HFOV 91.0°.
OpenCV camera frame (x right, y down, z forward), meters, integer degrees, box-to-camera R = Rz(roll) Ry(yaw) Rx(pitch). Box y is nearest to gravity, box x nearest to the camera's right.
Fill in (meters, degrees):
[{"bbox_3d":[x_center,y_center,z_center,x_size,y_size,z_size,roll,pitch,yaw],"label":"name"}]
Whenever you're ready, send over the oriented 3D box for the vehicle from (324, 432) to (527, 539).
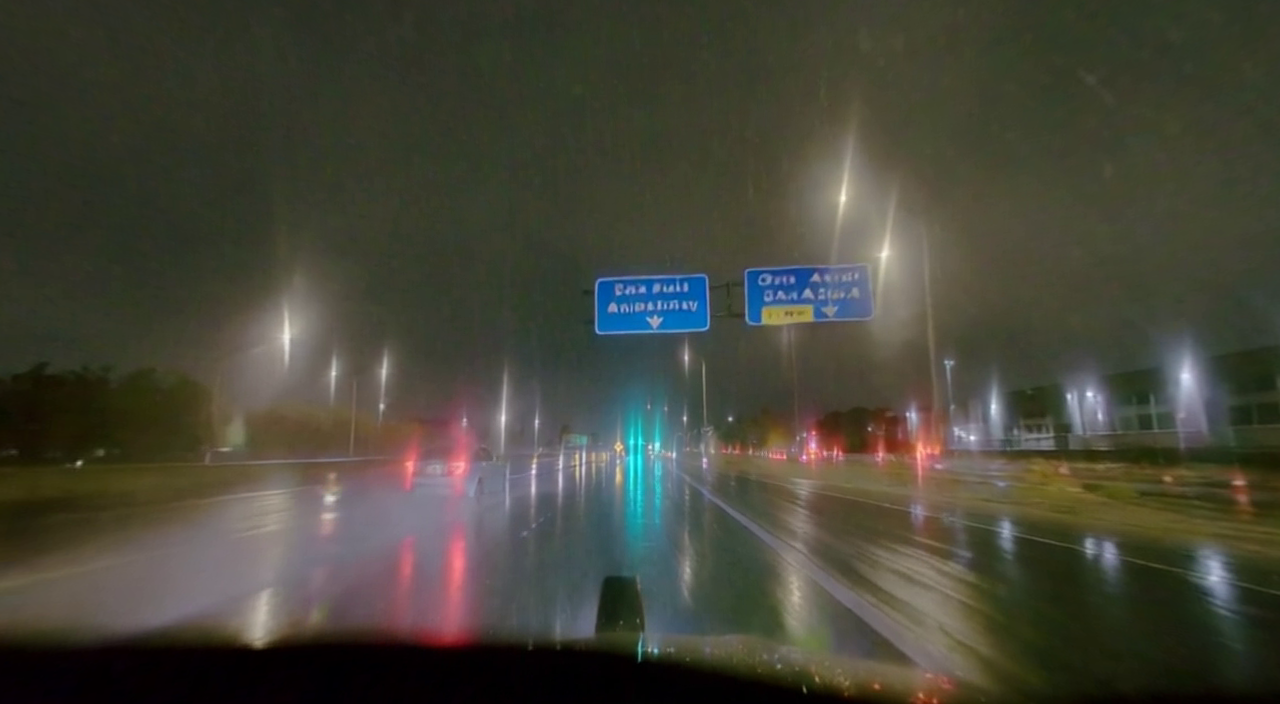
[{"bbox_3d":[-3.640,2.366,11.898,2.069,1.560,5.018,0,-9,0],"label":"vehicle"}]
